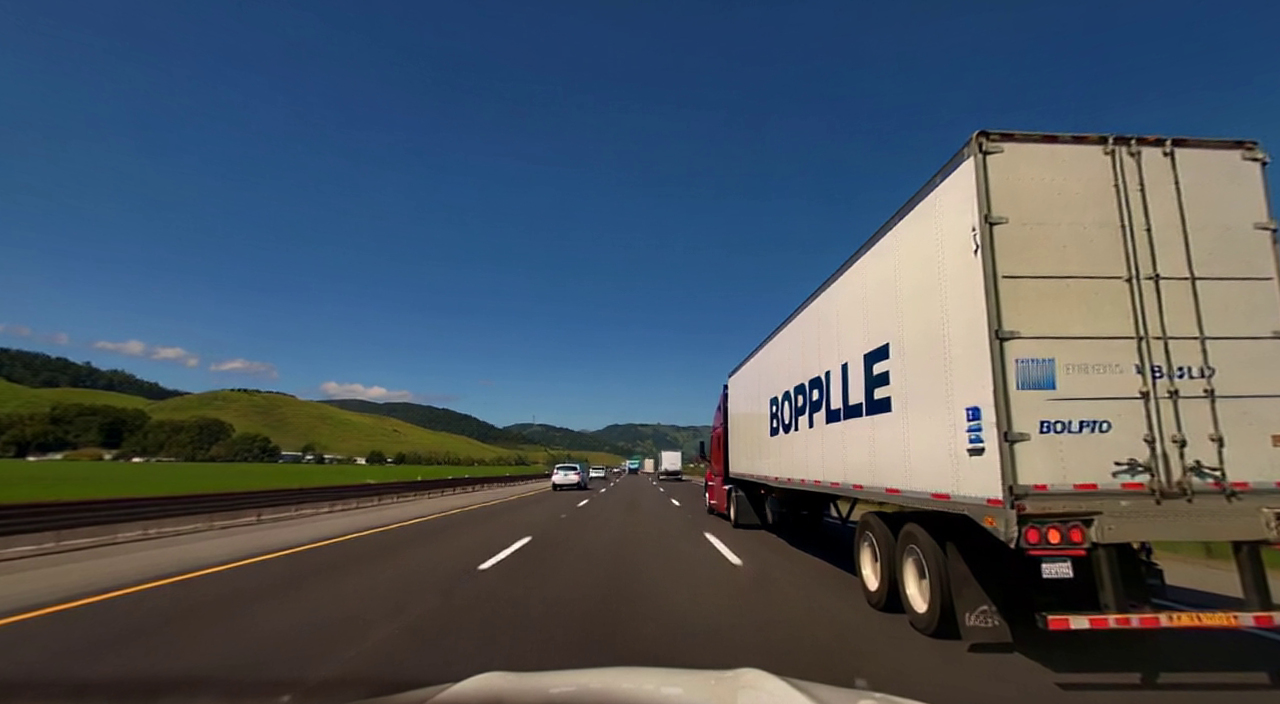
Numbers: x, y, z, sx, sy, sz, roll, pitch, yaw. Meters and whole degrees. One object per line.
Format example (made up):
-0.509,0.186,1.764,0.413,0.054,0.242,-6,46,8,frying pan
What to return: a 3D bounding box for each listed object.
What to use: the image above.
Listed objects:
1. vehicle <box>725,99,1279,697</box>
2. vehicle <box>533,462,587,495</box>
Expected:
3.905,1.423,11.196,2.839,4.062,14.051,1,-10,0,vehicle
-4.067,6.566,32.937,2.088,1.566,4.853,1,-11,1,vehicle
